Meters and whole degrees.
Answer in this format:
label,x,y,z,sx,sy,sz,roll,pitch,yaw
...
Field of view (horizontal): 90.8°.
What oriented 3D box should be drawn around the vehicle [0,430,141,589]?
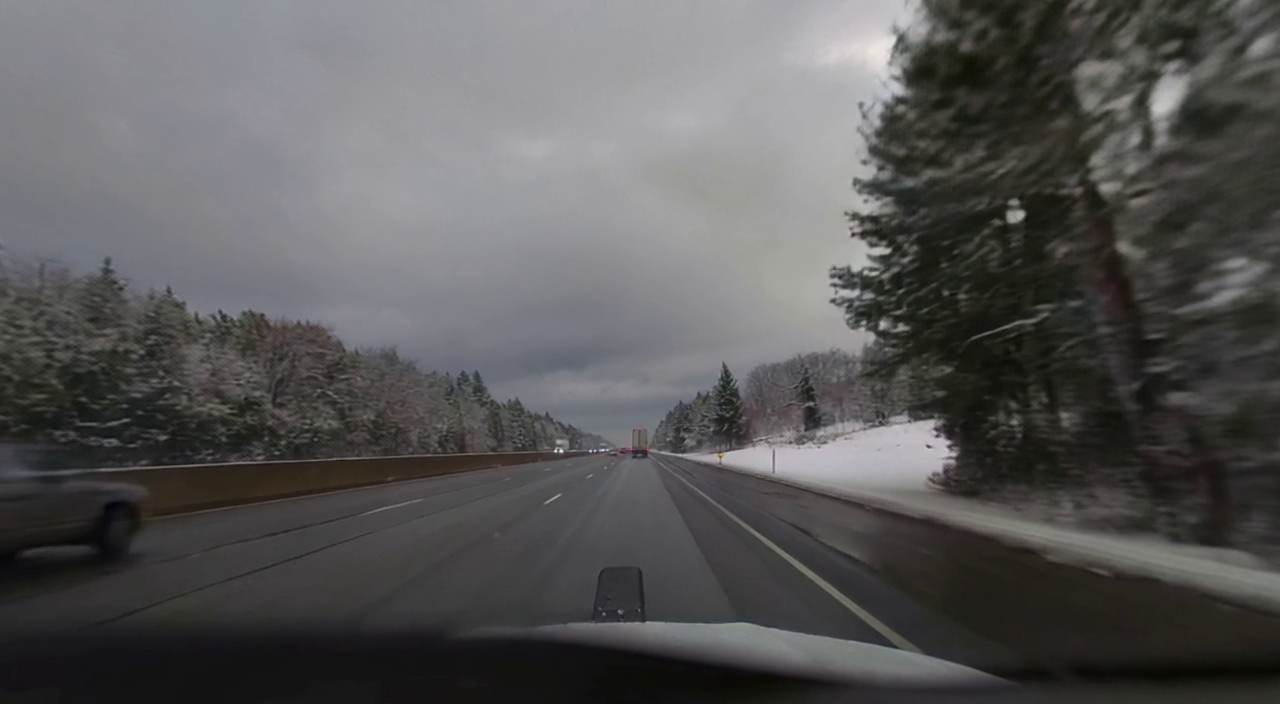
label,x,y,z,sx,sy,sz,roll,pitch,yaw
vehicle,-7.482,1.446,5.455,2.179,1.577,5.070,0,-9,0
